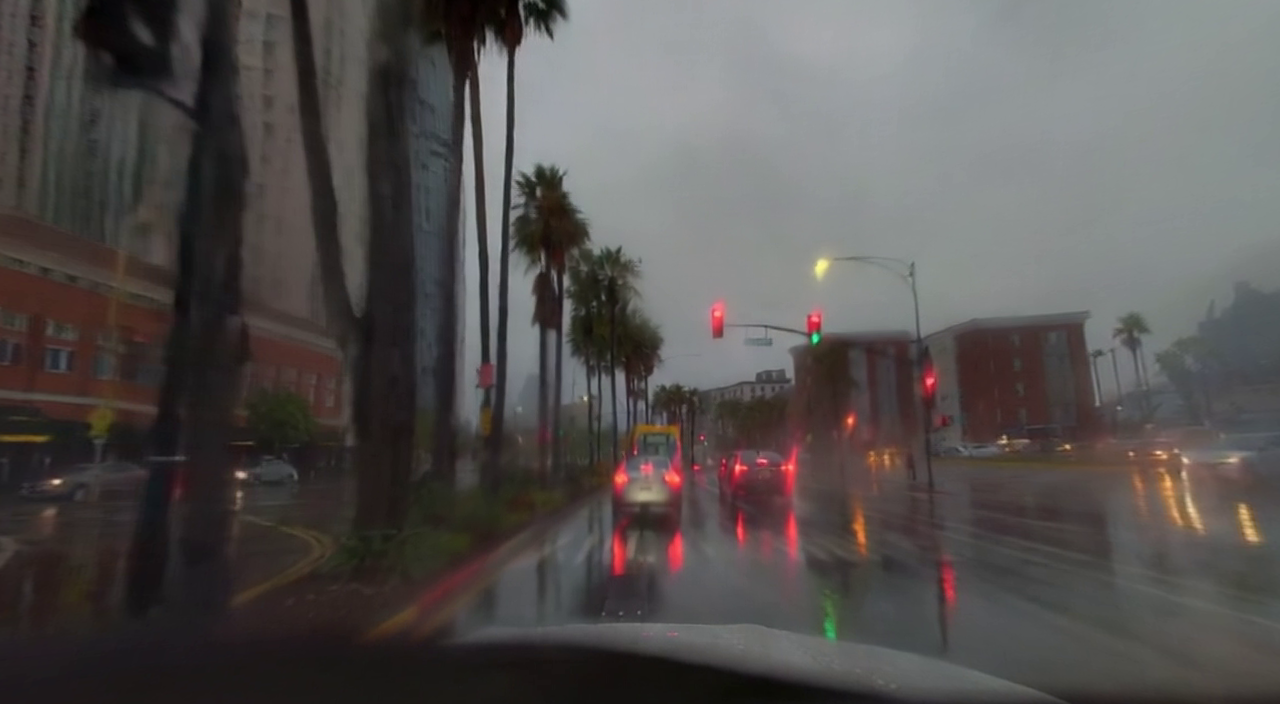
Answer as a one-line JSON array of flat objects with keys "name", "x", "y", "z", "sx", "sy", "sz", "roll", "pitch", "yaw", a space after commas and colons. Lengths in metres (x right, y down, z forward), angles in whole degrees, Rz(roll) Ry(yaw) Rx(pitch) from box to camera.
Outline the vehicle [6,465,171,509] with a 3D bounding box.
[{"name": "vehicle", "x": -21.580, "y": 5.265, "z": 25.048, "sx": 1.844, "sy": 1.478, "sz": 4.618, "roll": -2, "pitch": -10, "yaw": 13}]

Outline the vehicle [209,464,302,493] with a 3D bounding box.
[{"name": "vehicle", "x": -22.100, "y": 7.268, "z": 36.531, "sx": 1.809, "sy": 1.472, "sz": 4.601, "roll": -3, "pitch": -10, "yaw": 13}]

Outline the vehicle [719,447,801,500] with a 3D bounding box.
[{"name": "vehicle", "x": 3.690, "y": 3.807, "z": 20.069, "sx": 1.909, "sy": 1.500, "sz": 3.524, "roll": 0, "pitch": -9, "yaw": 0}]

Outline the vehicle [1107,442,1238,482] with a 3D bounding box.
[{"name": "vehicle", "x": 21.541, "y": 4.488, "z": 25.866, "sx": 1.852, "sy": 1.455, "sz": 4.673, "roll": -2, "pitch": -9, "yaw": 9}]

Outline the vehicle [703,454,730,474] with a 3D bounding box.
[{"name": "vehicle", "x": 6.048, "y": 8.788, "z": 49.560, "sx": 2.013, "sy": 1.465, "sz": 3.800, "roll": -2, "pitch": -9, "yaw": 8}]

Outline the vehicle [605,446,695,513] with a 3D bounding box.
[{"name": "vehicle", "x": 0.276, "y": 3.218, "z": 16.302, "sx": 2.048, "sy": 1.503, "sz": 3.681, "roll": -1, "pitch": -9, "yaw": 1}]
